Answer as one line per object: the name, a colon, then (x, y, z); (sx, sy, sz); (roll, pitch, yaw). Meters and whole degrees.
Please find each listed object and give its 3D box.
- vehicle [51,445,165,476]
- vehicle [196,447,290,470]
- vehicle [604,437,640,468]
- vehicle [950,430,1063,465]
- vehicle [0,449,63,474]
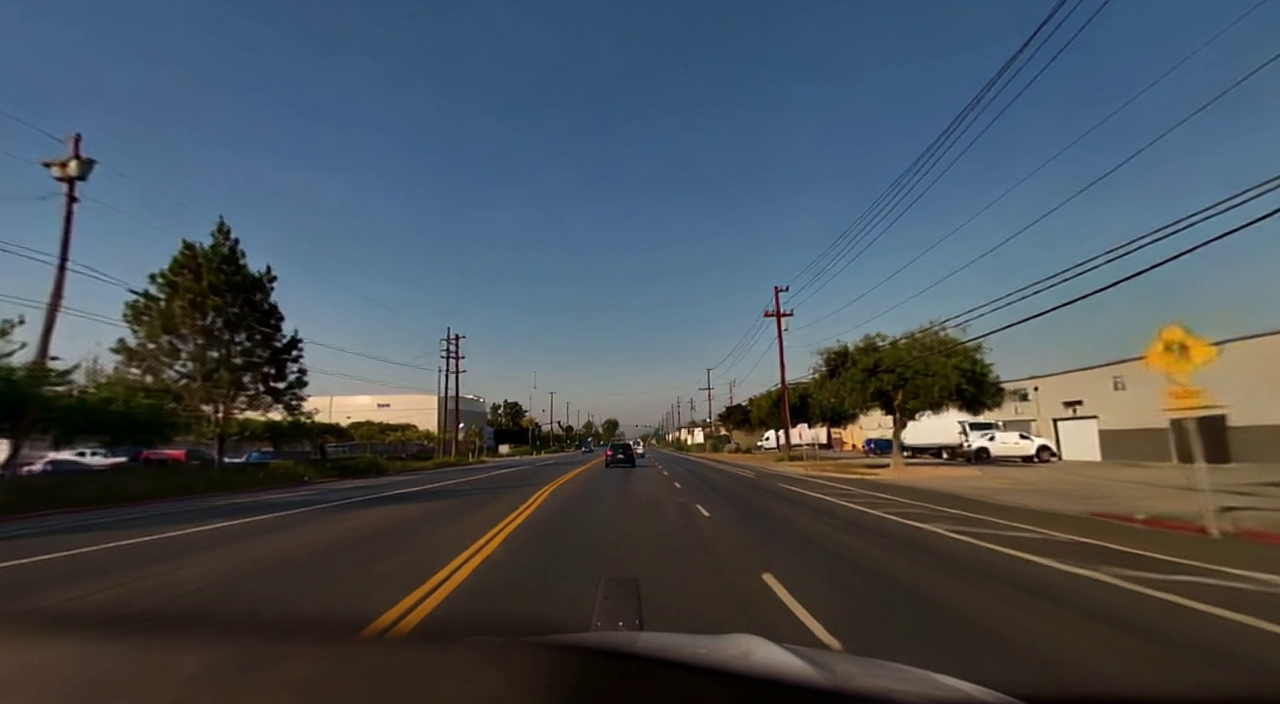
vehicle: (-26.619, 5.416, 31.719); (3.983, 1.472, 1.898); (0, -8, 0)
vehicle: (-26.510, 7.085, 42.305); (4.728, 1.431, 2.287); (0, -8, -2)
vehicle: (-0.986, 5.604, 35.352); (1.937, 1.588, 3.746); (0, -8, -1)
vehicle: (23.208, 6.071, 40.214); (5.669, 2.073, 2.297); (-1, -8, 2)
vehicle: (-39.612, 6.910, 39.778); (4.525, 1.491, 1.908); (0, -8, -1)
